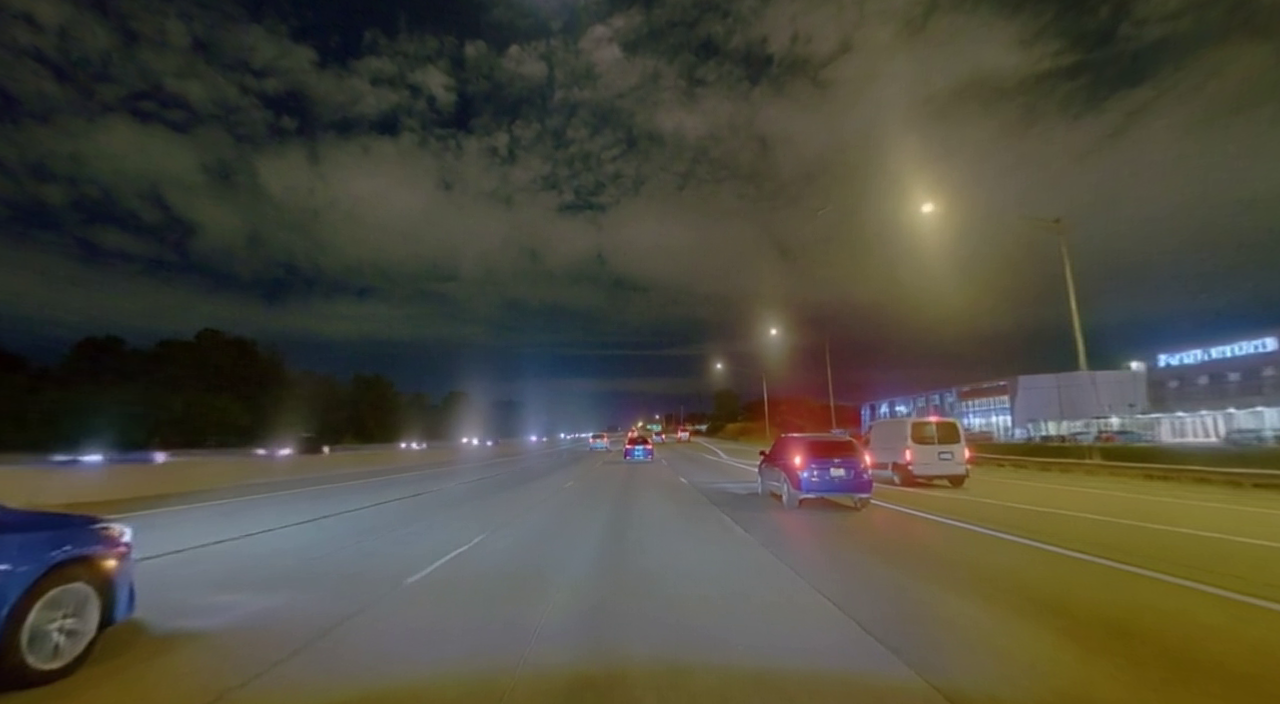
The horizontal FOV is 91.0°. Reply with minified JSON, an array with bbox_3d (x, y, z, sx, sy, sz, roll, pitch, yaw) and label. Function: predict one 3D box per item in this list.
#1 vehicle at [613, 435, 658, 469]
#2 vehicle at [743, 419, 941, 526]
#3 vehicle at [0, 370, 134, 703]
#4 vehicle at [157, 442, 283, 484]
[{"bbox_3d":[-0.231,4.789,30.264,2.019,1.472,3.971,0,-8,-1],"label":"vehicle"},{"bbox_3d":[3.308,2.088,11.438,1.995,1.533,4.463,0,-8,-2],"label":"vehicle"},{"bbox_3d":[-4.190,0.653,1.477,2.251,1.575,4.488,0,-8,0],"label":"vehicle"},{"bbox_3d":[-16.379,4.328,24.862,1.864,1.495,4.411,0,-8,1],"label":"vehicle"}]
